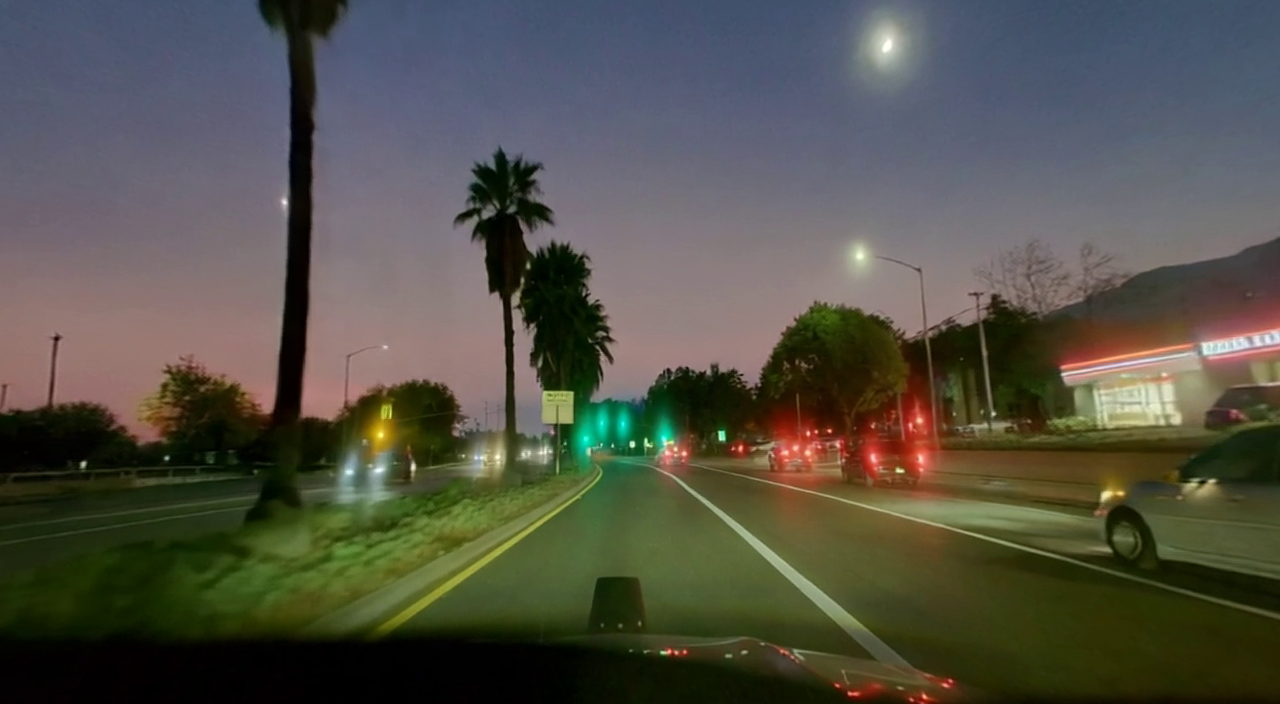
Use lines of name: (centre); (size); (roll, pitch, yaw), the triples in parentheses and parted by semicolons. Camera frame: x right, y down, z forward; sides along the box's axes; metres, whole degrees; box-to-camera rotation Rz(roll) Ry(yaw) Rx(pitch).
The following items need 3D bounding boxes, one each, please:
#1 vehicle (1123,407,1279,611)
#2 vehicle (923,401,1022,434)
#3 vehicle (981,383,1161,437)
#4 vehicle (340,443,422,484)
vehicle: (6.422, 1.230, 4.743); (2.124, 1.687, 4.266); (0, -8, -1)
vehicle: (18.057, 3.561, 34.414); (4.237, 1.573, 2.011); (-2, -6, -1)
vehicle: (18.051, 2.491, 26.671); (5.817, 1.906, 2.230); (-2, -12, 0)
vehicle: (-13.186, 5.683, 32.513); (2.210, 1.889, 4.934); (0, -8, -2)
